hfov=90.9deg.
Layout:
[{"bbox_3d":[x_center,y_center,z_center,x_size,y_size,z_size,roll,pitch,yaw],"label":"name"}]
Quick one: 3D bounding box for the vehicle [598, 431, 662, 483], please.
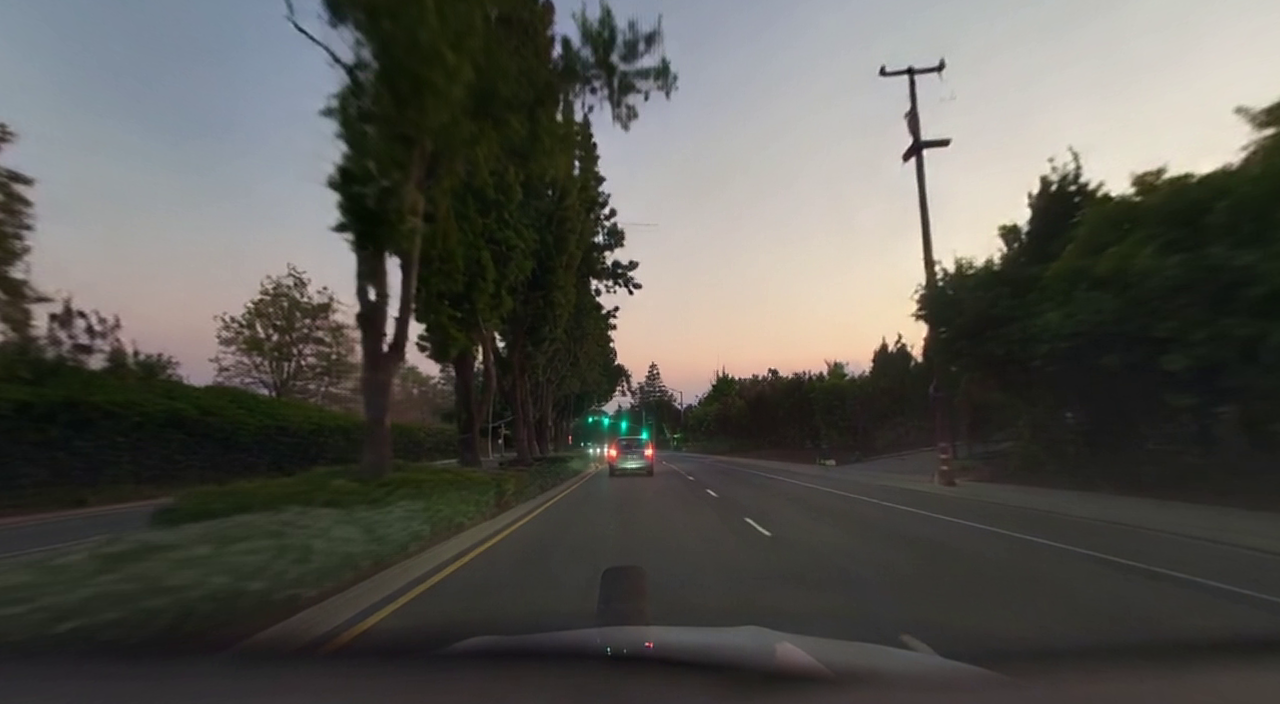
[{"bbox_3d":[-0.363,3.917,23.770,2.192,1.734,4.176,0,-8,-1],"label":"vehicle"}]
